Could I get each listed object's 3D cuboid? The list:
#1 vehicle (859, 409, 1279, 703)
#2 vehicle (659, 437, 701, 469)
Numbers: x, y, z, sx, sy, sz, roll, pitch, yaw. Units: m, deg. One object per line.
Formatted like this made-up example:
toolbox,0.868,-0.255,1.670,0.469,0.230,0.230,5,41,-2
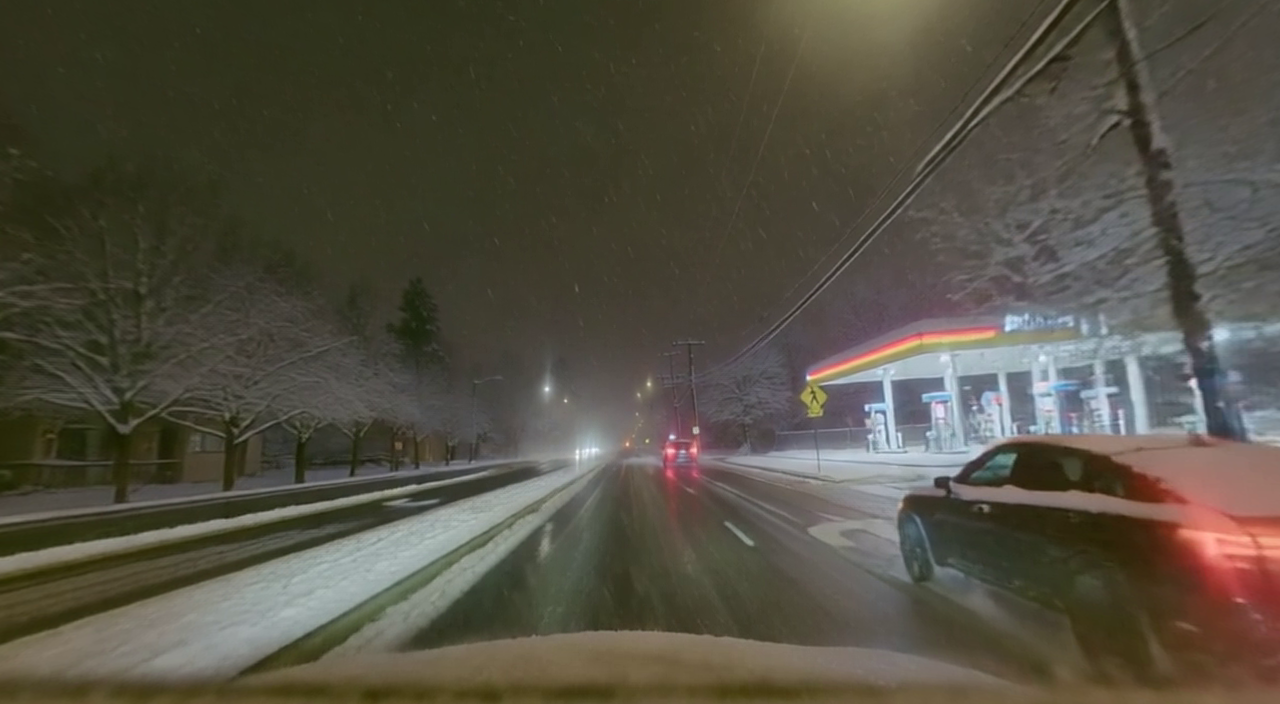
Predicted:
vehicle,3.494,1.295,4.767,2.061,1.475,4.296,0,-8,-1
vehicle,2.430,6.273,39.373,2.115,1.840,4.777,0,-8,-2
